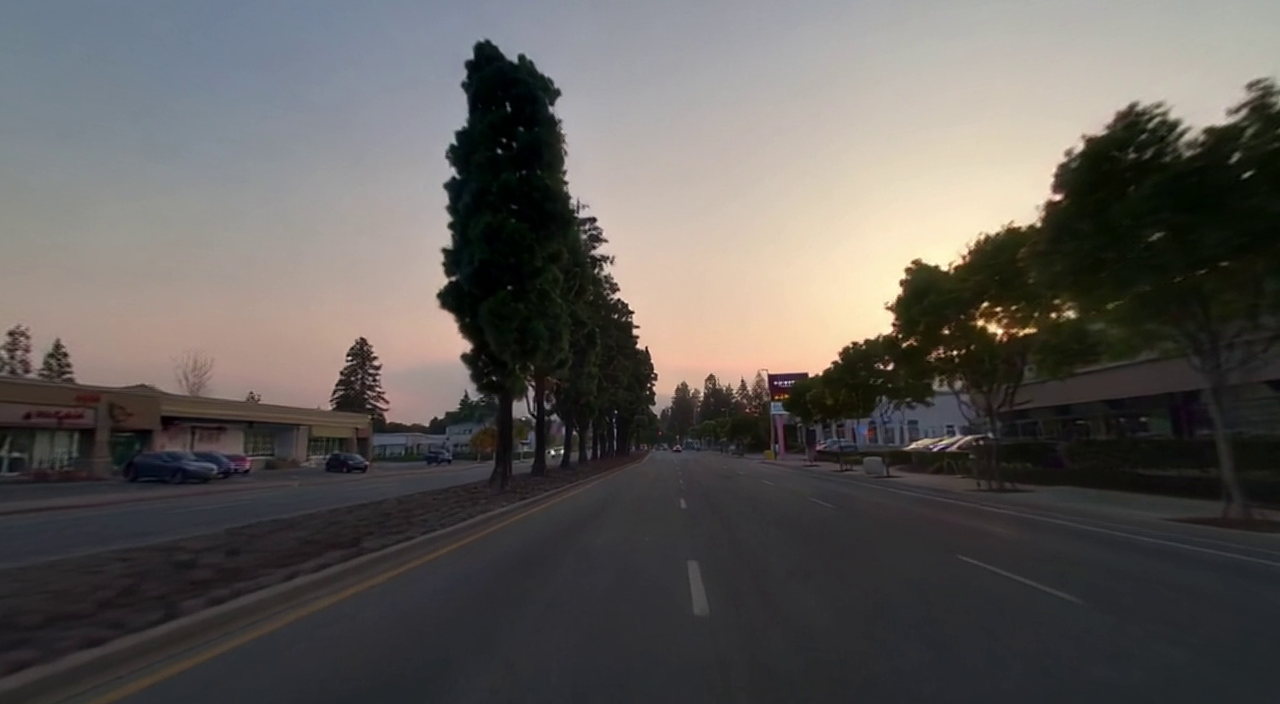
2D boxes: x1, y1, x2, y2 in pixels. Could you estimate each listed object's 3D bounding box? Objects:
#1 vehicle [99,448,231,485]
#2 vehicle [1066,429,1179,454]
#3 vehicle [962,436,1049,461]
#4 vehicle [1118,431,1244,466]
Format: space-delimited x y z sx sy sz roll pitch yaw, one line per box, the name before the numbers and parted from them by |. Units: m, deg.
vehicle | -27.373 6.572 36.638 2.139 1.987 5.536 -6 -11 32
vehicle | 35.283 6.608 46.334 6.073 1.758 2.439 -1 -9 5
vehicle | 22.065 5.848 38.269 4.095 1.386 1.784 -1 -9 2
vehicle | 27.844 5.045 32.810 2.129 1.652 5.150 -1 -9 3
